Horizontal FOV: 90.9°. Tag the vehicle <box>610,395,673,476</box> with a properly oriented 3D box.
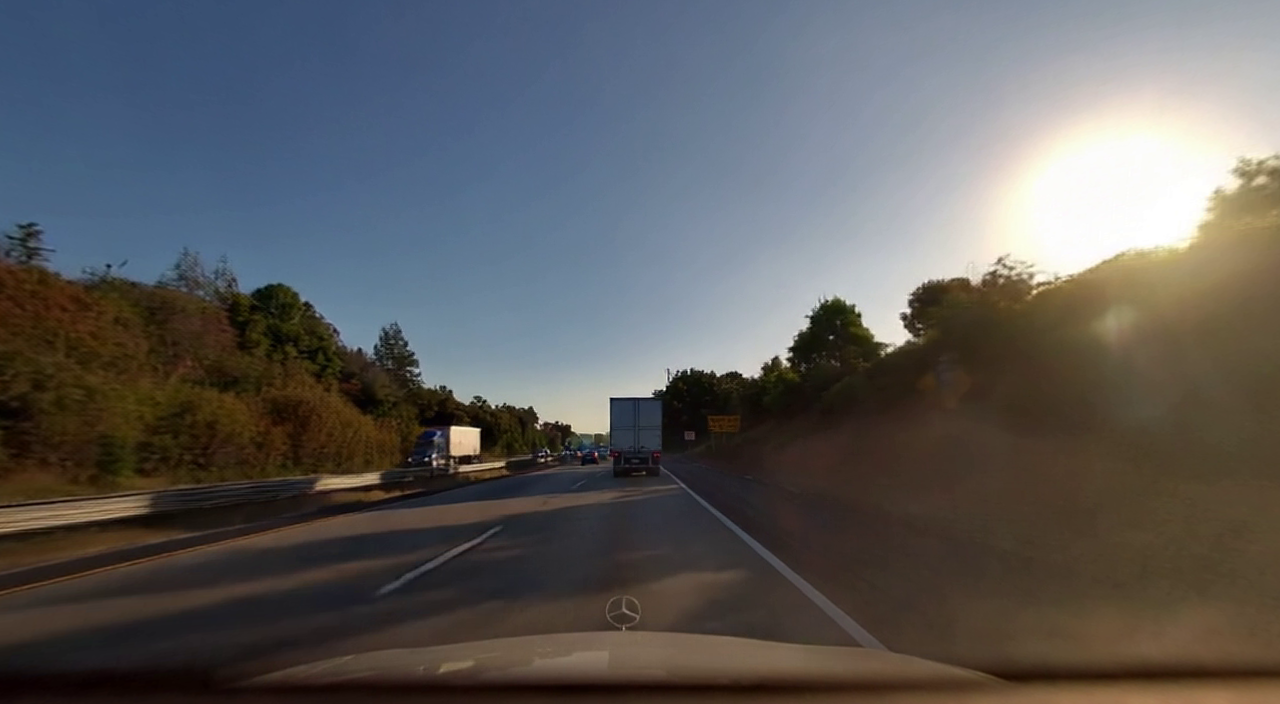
[{"bbox_3d":[0.085,4.711,34.647,2.959,3.828,9.617,0,-9,0],"label":"vehicle"}]
